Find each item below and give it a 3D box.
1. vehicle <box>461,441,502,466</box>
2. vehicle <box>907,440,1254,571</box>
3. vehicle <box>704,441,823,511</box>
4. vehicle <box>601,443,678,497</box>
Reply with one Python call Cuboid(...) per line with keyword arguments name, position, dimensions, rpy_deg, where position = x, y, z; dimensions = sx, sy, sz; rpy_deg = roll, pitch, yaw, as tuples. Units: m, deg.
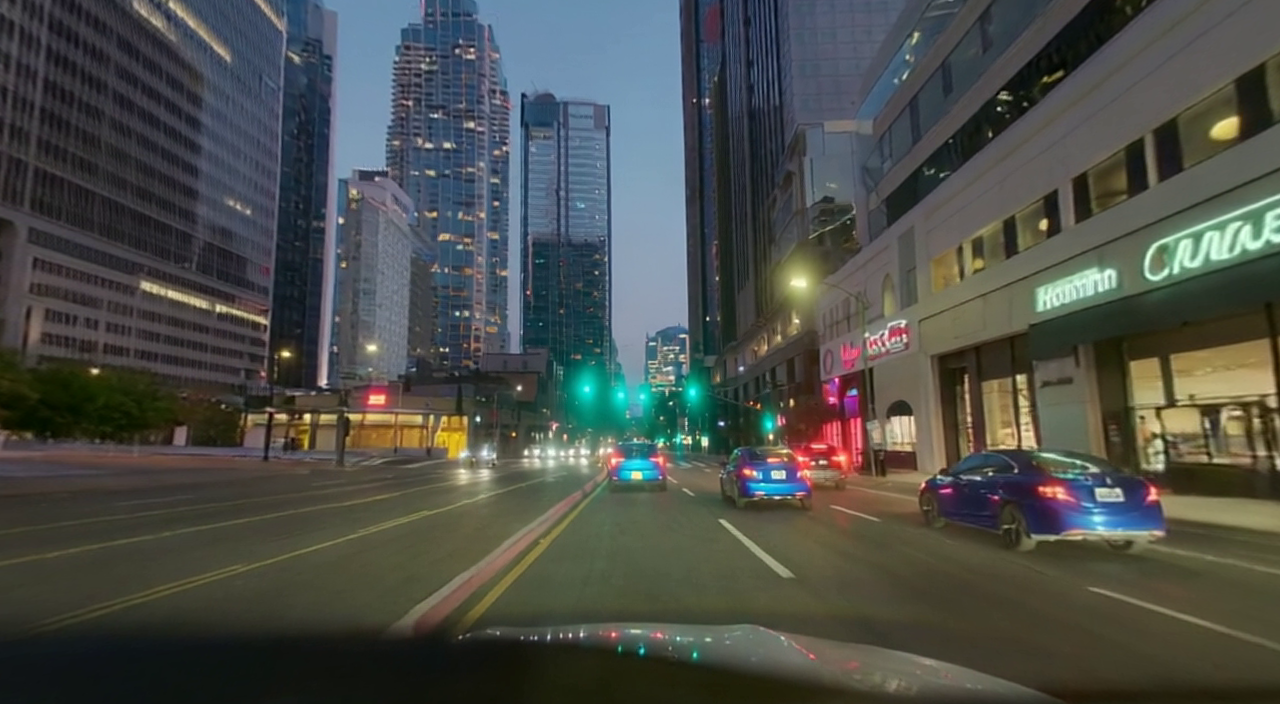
Cuboid(name="vehicle", position=(-11.938, 7.656, 47.880), dimensions=(1.861, 1.780, 4.814), rpy_deg=(0, -8, 1))
Cuboid(name="vehicle", position=(6.100, 2.123, 9.686), dimensions=(1.914, 1.484, 4.639), rpy_deg=(0, -8, -1))
Cuboid(name="vehicle", position=(2.900, 3.000, 15.871), dimensions=(1.987, 1.484, 4.427), rpy_deg=(0, -8, -1))
Cuboid(name="vehicle", position=(-0.031, 3.523, 19.347), dimensions=(2.096, 1.457, 4.160), rpy_deg=(0, -8, -1))
